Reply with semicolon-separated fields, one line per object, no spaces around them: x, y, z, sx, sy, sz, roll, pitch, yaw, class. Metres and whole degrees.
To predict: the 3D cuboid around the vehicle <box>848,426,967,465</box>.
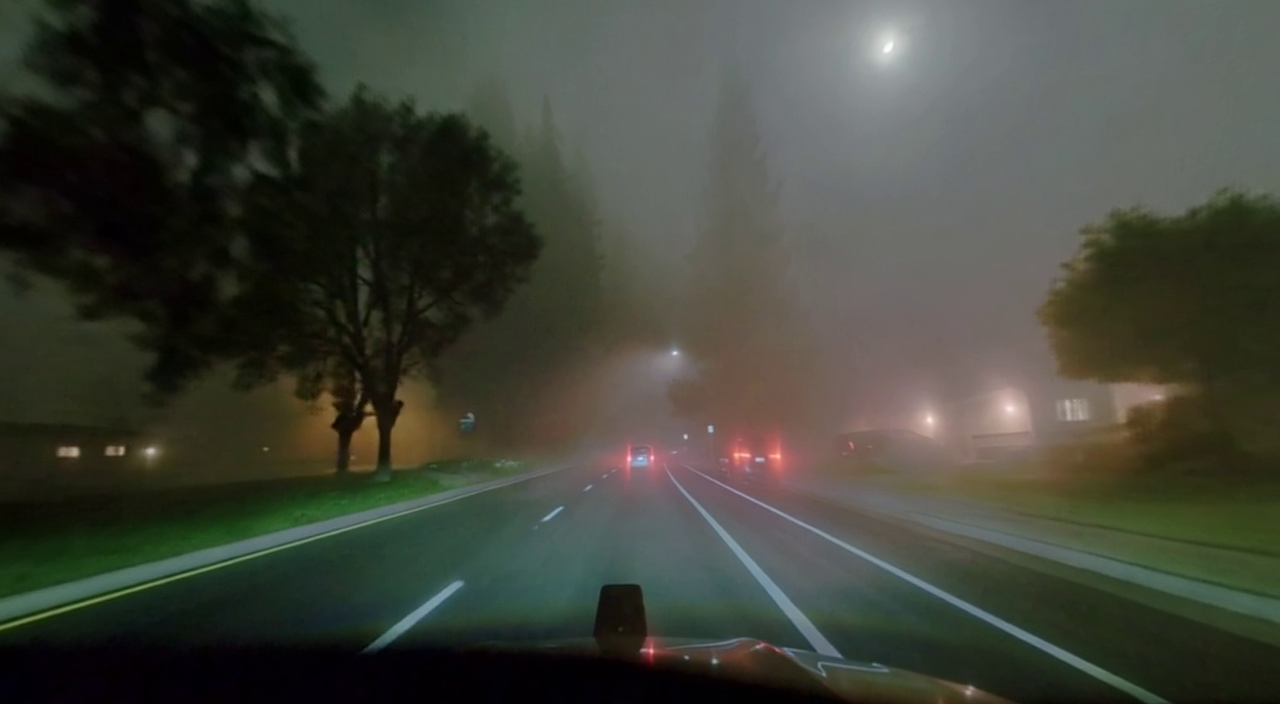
12.714;4.449;30.081;4.694;1.622;2.067;-2;-7;1;vehicle

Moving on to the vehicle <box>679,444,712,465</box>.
4.243;7.930;48.802;2.069;1.491;4.676;1;-9;-1;vehicle

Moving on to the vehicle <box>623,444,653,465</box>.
-0.109;7.491;46.060;2.054;1.456;4.003;0;-8;1;vehicle

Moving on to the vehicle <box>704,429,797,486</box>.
3.834;3.792;22.878;2.203;1.828;5.336;0;-8;-2;vehicle
